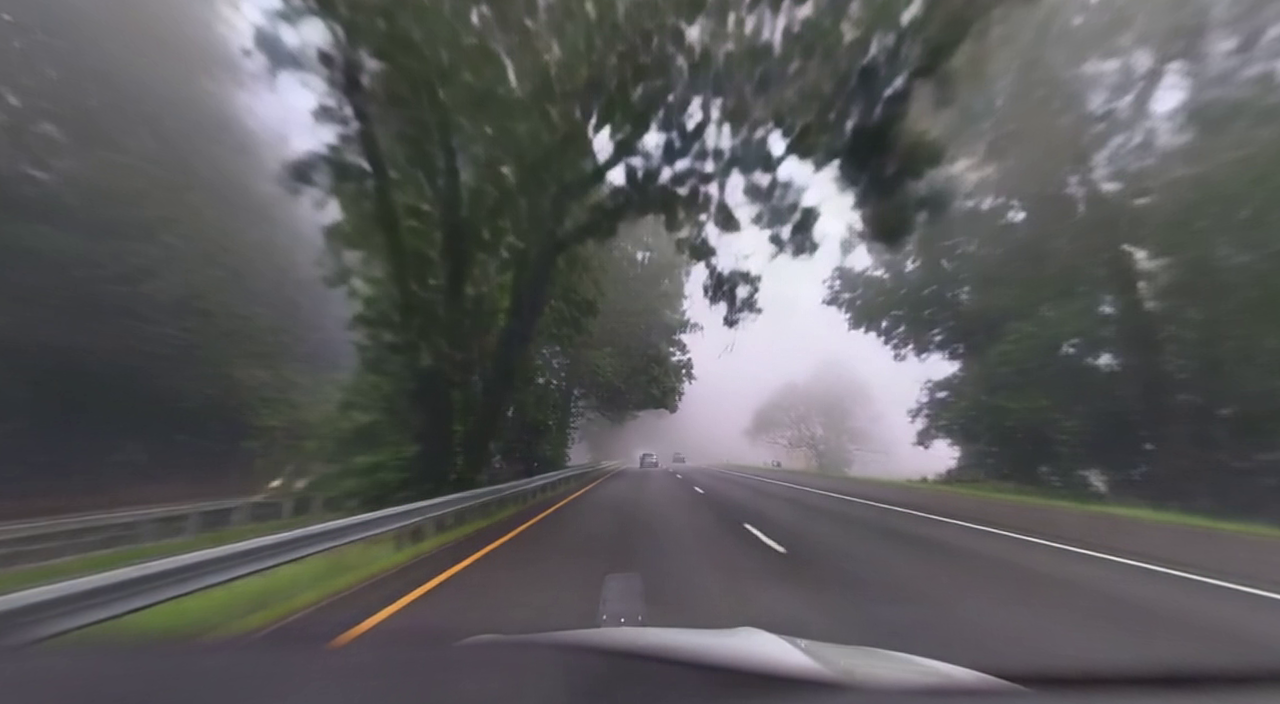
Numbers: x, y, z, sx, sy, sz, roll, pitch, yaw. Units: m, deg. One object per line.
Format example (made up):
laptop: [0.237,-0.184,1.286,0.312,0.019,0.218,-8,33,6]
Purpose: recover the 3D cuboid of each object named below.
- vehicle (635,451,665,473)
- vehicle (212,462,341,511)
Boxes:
vehicle: [0.696,8.067,46.450,2.162,1.492,3.975,0,-9,0]
vehicle: [-12.692,4.681,22.426,1.850,1.467,4.538,0,-9,1]
